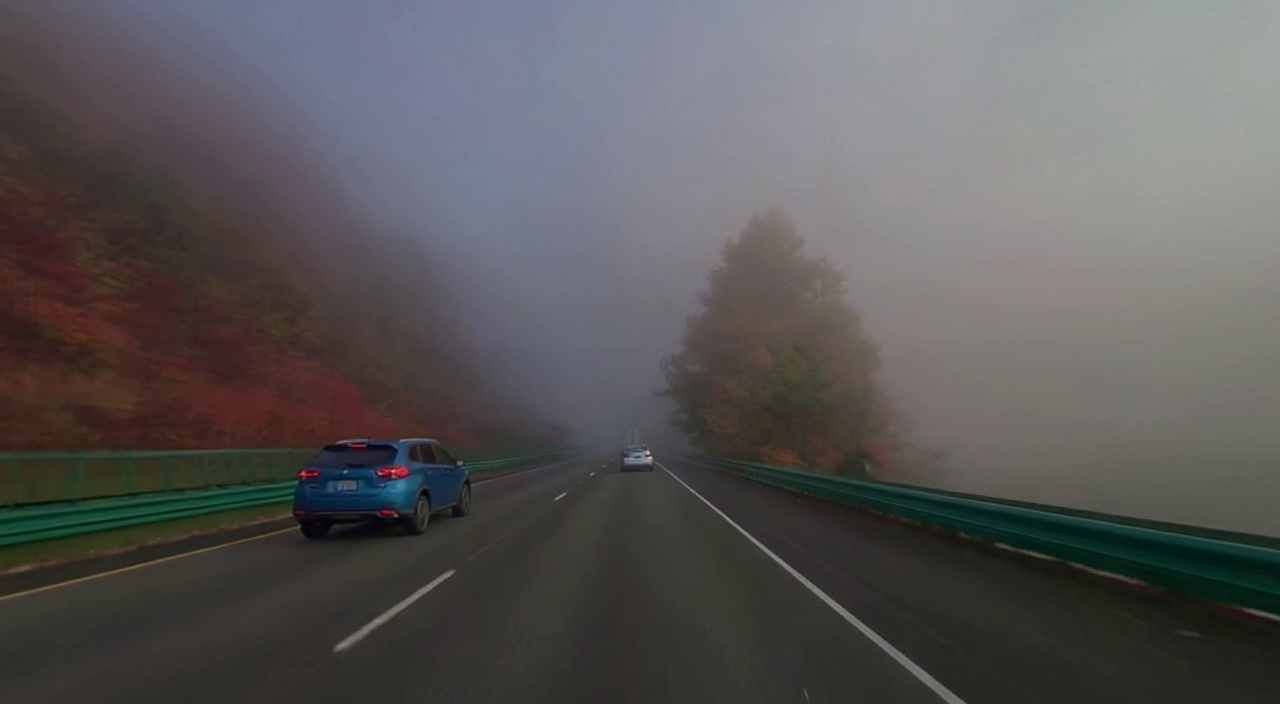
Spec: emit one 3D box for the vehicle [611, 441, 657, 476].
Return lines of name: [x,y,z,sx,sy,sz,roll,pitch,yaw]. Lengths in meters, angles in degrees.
vehicle: [-0.293,5.024,30.010,2.057,1.516,4.065,0,-8,-1]

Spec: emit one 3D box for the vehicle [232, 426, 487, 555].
vehicle: [-3.907,1.988,9.753,2.054,1.536,4.128,0,-8,0]
